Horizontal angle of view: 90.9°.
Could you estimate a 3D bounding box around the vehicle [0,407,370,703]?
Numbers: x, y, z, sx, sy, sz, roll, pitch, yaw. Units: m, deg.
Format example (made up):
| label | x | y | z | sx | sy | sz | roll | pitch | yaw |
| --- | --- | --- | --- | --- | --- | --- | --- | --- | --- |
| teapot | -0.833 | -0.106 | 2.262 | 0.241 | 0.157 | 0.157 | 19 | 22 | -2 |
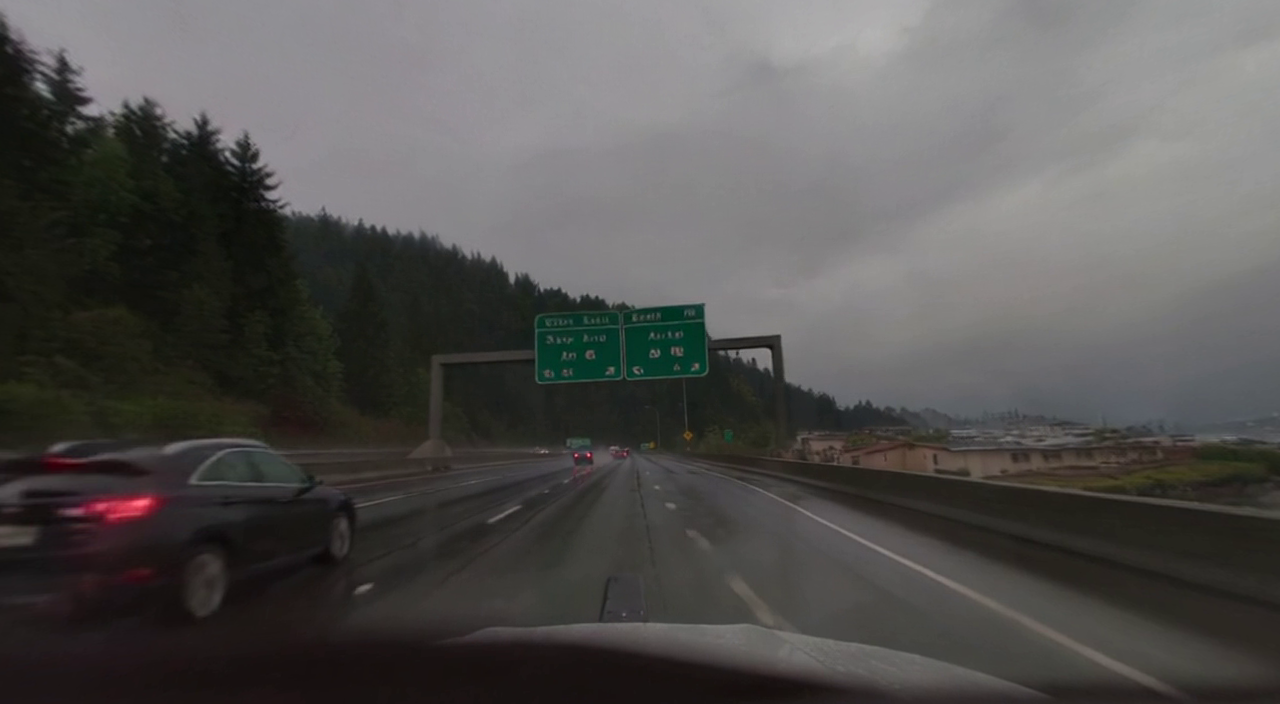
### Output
| label | x | y | z | sx | sy | sz | roll | pitch | yaw |
| --- | --- | --- | --- | --- | --- | --- | --- | --- | --- |
| vehicle | -4.263 | 1.360 | 5.068 | 2.065 | 1.551 | 4.889 | 0 | -9 | -1 |
